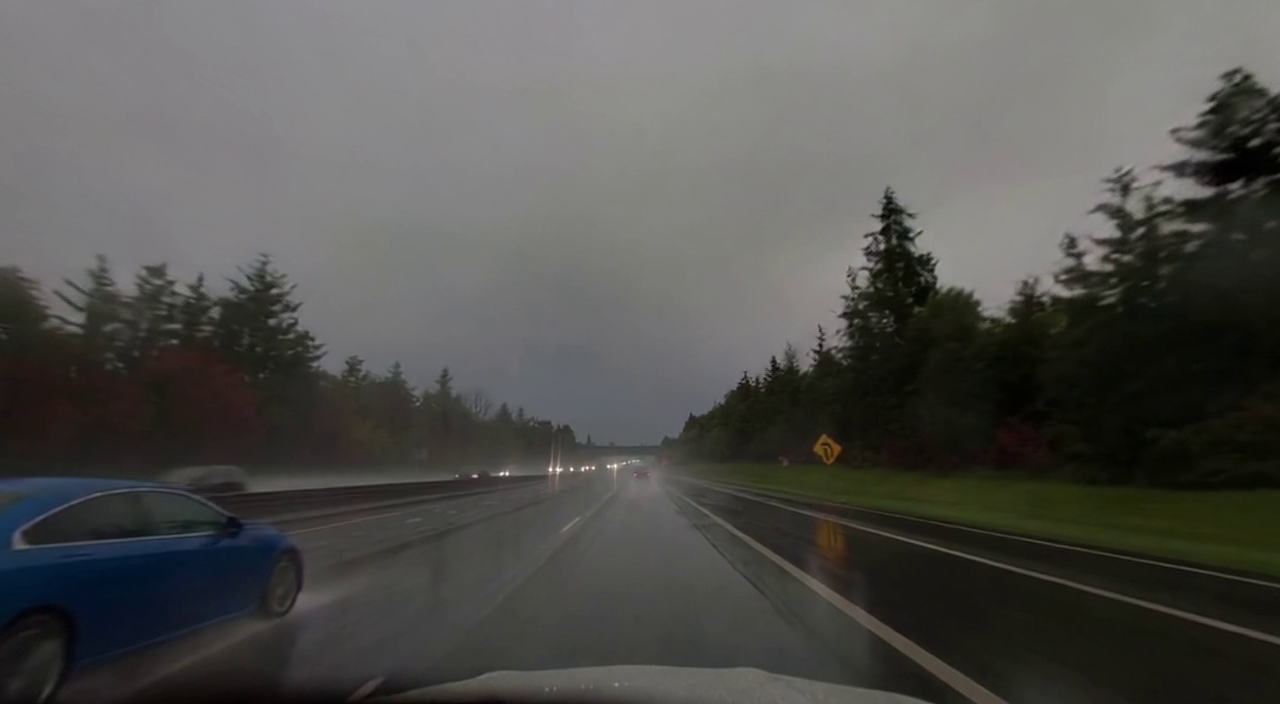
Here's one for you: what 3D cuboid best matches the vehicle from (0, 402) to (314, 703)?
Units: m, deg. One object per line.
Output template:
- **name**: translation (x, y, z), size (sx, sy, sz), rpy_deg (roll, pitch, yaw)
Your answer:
- **vehicle**: translation (-3.893, 1.080, 3.392), size (2.041, 1.508, 4.075), rpy_deg (1, -11, 0)
